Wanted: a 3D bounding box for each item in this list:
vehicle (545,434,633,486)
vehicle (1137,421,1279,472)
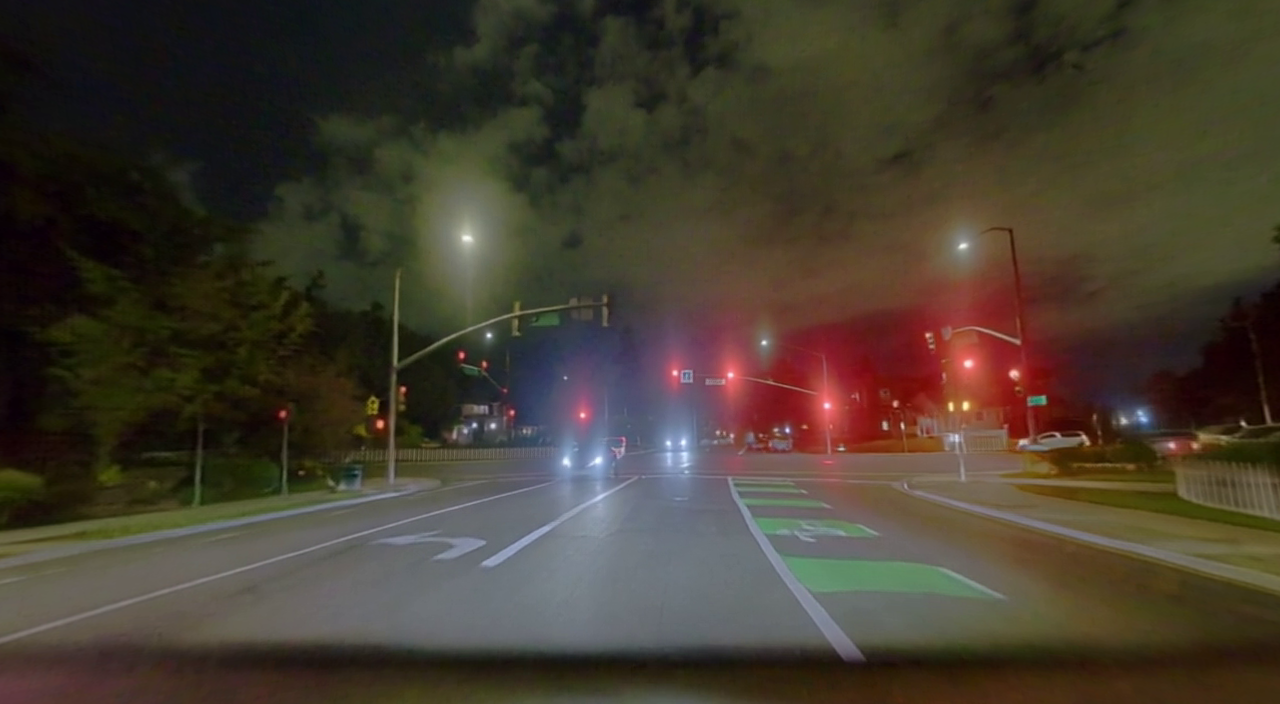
[{"bbox_3d":[-1.508,3.493,20.746,1.904,1.489,4.746,-1,-8,8],"label":"vehicle"},{"bbox_3d":[19.827,3.189,21.590,1.937,1.474,5.114,-3,-8,8],"label":"vehicle"}]
